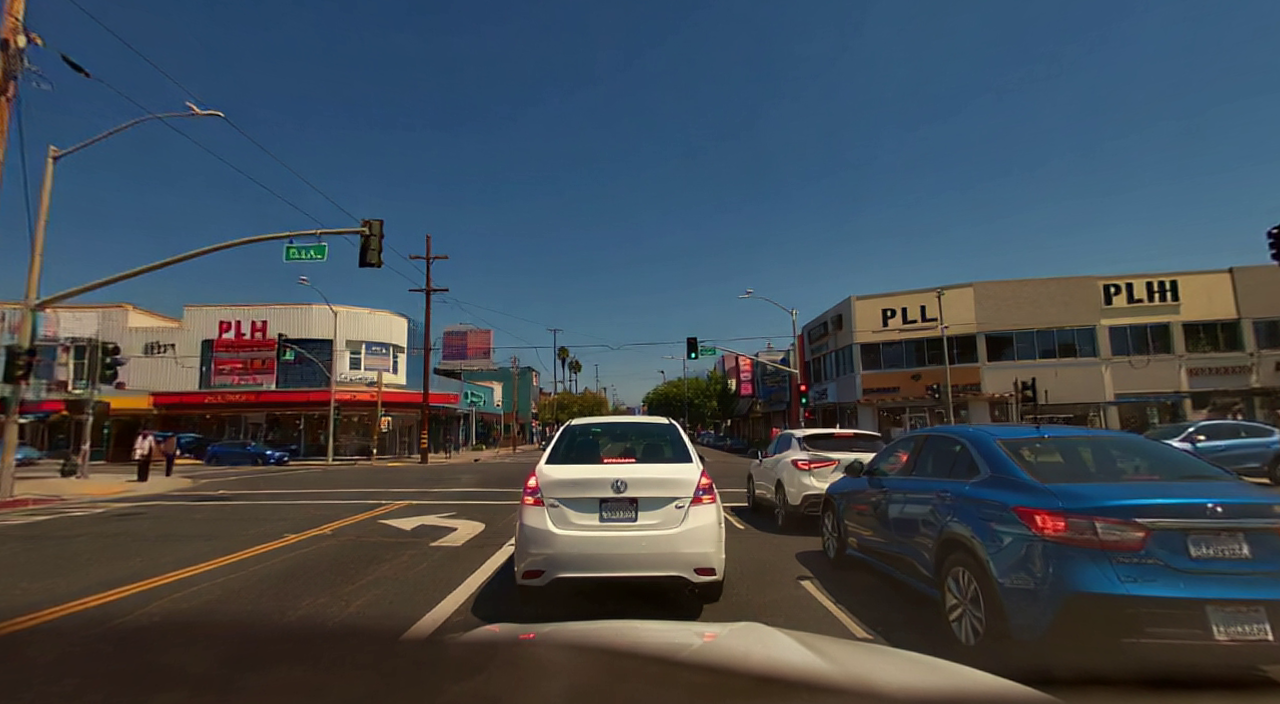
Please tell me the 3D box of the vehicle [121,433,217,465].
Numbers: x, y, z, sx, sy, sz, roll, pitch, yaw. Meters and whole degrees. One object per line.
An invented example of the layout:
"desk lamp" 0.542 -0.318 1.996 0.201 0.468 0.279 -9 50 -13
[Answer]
"vehicle" -25.331 5.215 33.982 4.253 1.570 2.132 -4 -9 22

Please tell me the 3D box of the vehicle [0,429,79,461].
"vehicle" -33.315 5.127 34.761 4.164 1.652 2.087 -4 -9 26

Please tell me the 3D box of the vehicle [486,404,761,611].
"vehicle" -0.130 1.555 7.316 2.123 1.589 4.702 0 -8 0

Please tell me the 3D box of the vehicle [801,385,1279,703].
"vehicle" 3.038 1.320 5.524 1.983 1.654 4.354 0 -8 -2
